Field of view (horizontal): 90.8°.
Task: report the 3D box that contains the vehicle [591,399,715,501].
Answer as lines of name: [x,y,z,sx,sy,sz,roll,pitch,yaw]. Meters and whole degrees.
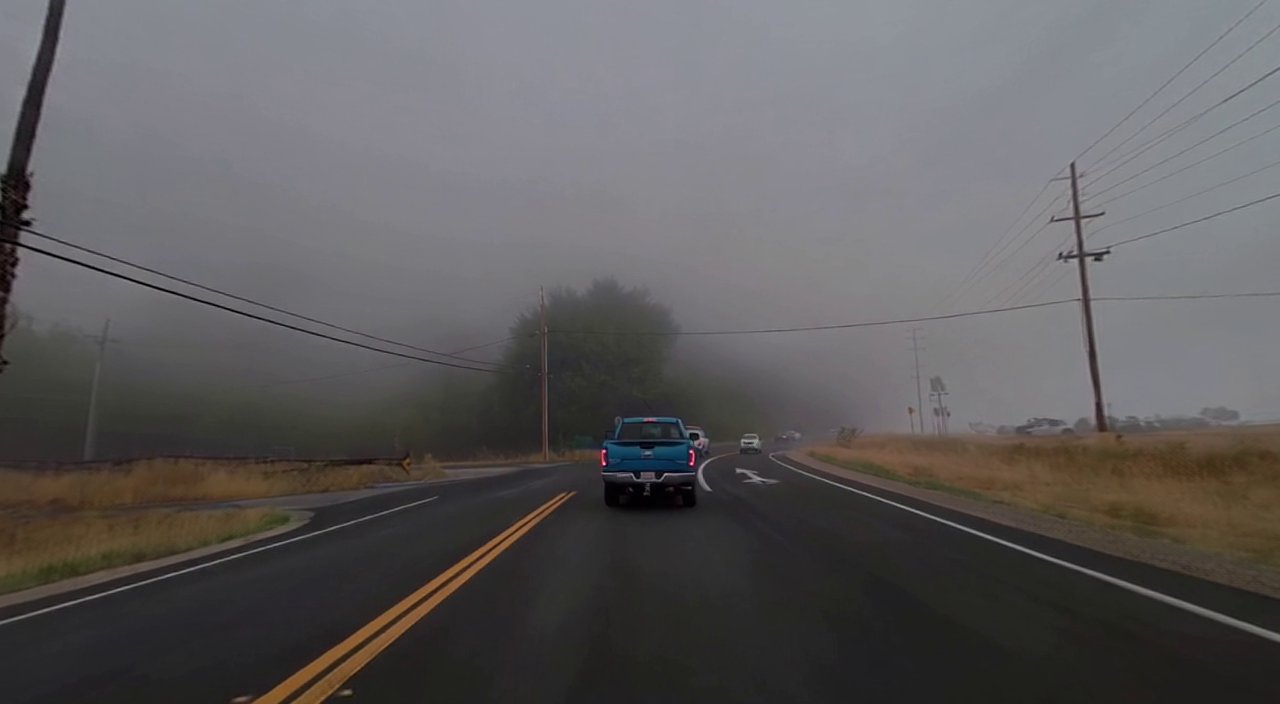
vehicle: [0.392,2.572,16.825,2.693,2.223,5.885,0,-8,2]
